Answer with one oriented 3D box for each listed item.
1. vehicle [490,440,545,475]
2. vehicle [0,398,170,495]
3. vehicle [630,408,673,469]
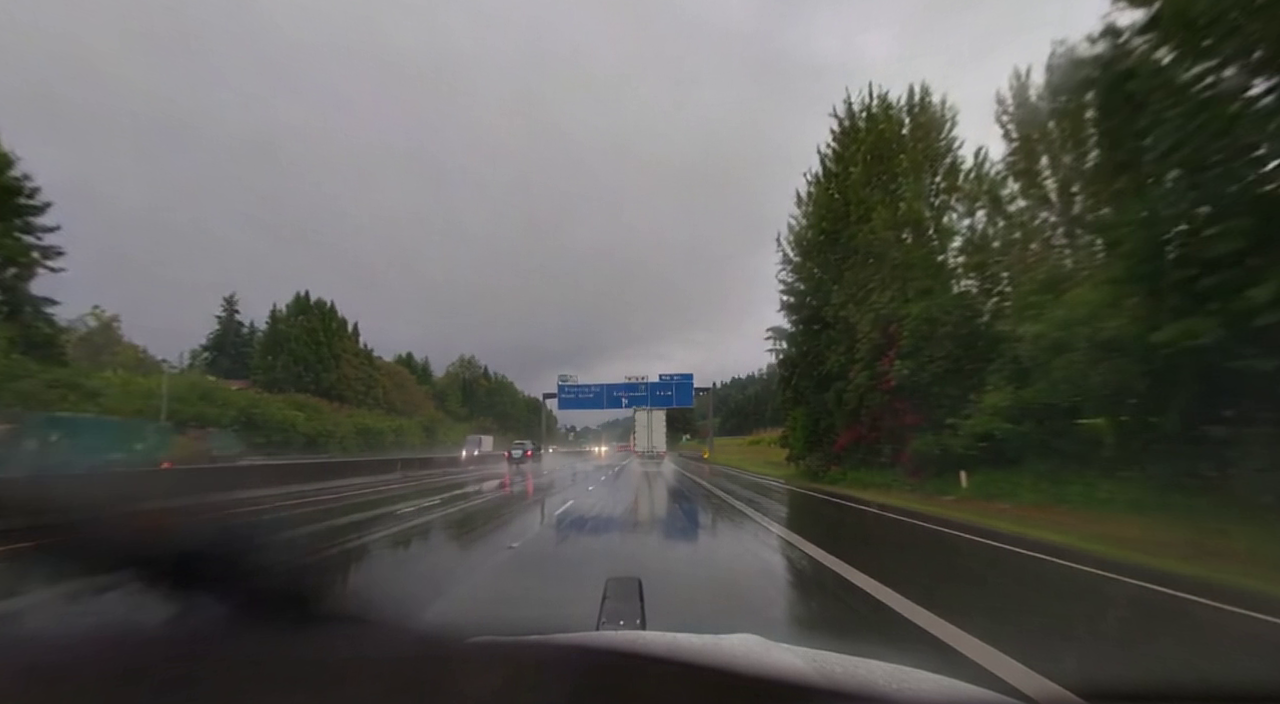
[{"bbox_3d":[-6.643,5.785,34.733,2.119,1.754,4.404,0,-9,1],"label":"vehicle"},{"bbox_3d":[-23.864,3.817,25.238,2.944,3.338,9.147,0,-9,0],"label":"vehicle"},{"bbox_3d":[0.776,6.921,49.399,2.901,4.032,14.338,0,-9,0],"label":"vehicle"}]
